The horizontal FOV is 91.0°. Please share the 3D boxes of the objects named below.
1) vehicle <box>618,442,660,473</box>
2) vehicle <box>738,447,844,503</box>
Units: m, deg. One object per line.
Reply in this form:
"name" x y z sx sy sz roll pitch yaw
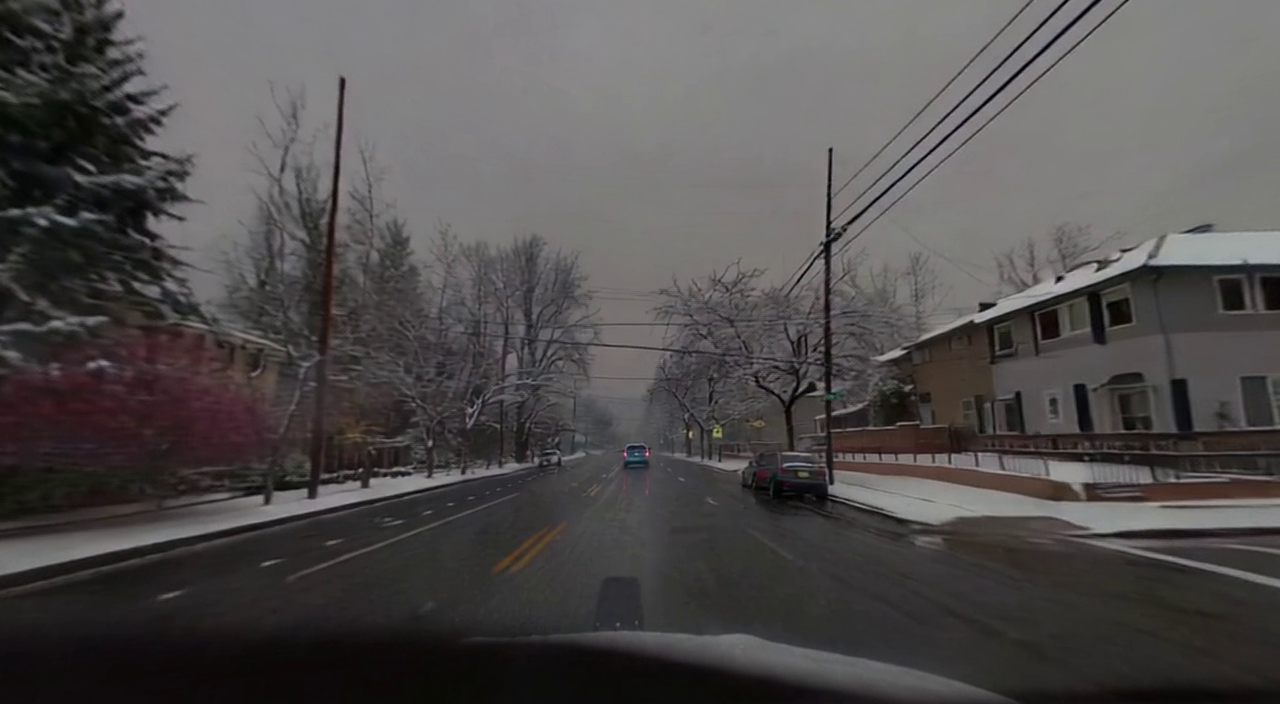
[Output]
"vehicle" -0.081 5.559 33.331 2.104 1.500 3.815 0 -8 -1
"vehicle" 4.489 3.728 19.640 1.977 1.481 5.155 0 -8 -1
